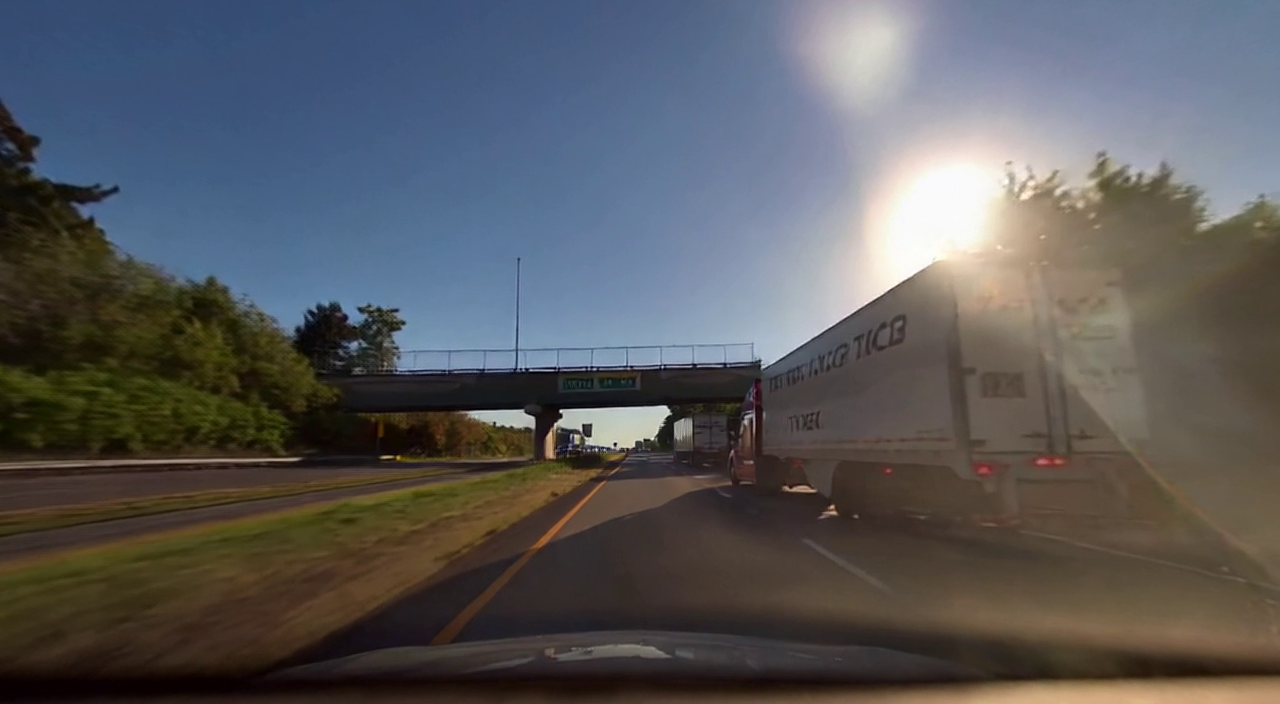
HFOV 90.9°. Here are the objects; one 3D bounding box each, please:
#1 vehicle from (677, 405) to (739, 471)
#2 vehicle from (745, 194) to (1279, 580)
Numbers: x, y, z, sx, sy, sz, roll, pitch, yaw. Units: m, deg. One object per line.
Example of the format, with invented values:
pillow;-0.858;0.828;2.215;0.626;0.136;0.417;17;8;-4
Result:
vehicle;4.651;6.433;46.279;2.983;4.030;14.444;0;-9;0
vehicle;5.025;1.372;13.702;2.929;4.093;14.258;0;-9;0
